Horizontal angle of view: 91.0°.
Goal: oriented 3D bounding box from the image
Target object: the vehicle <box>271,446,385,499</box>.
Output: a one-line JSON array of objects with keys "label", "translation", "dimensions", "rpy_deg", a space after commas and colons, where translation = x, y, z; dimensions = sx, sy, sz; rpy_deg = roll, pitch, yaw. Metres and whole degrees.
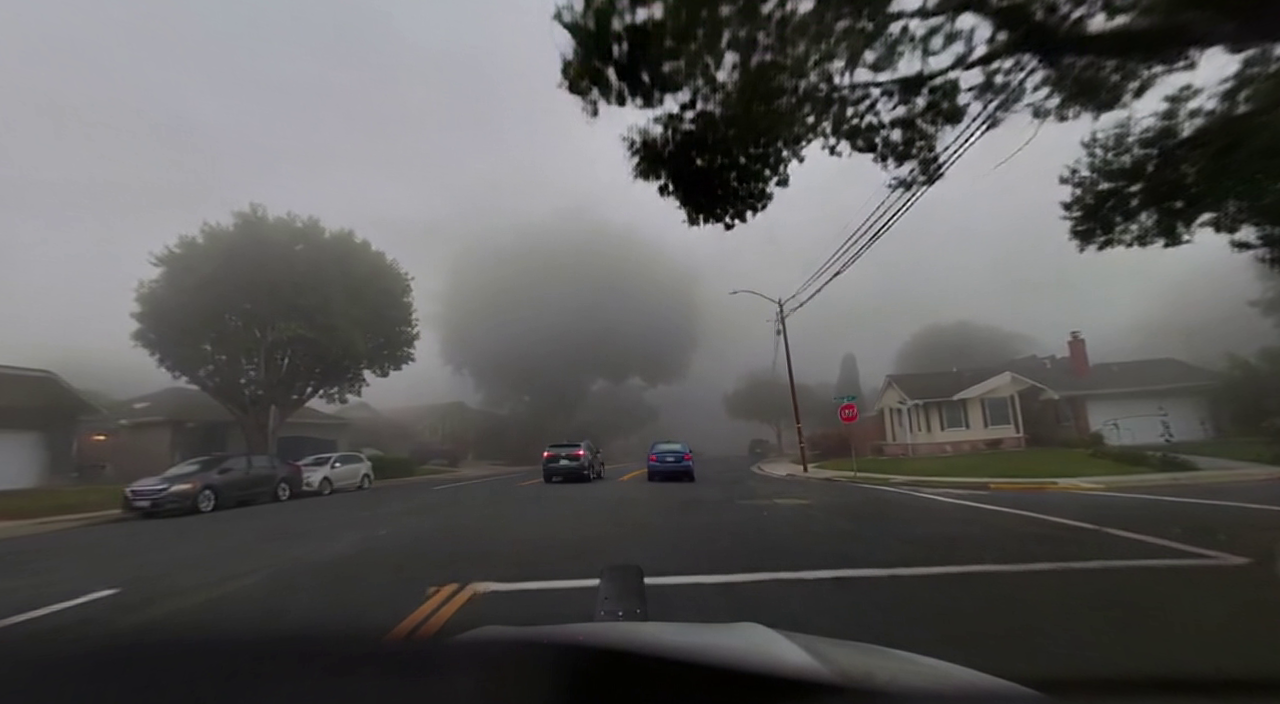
[{"label": "vehicle", "translation": [-12.636, 4.911, 25.900], "dimensions": [2.076, 1.864, 4.730], "rpy_deg": [-3, -10, 3]}]

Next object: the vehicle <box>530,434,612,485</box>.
[{"label": "vehicle", "translation": [-2.407, 3.934, 23.348], "dimensions": [2.178, 1.695, 4.339], "rpy_deg": [-1, -8, 5]}]

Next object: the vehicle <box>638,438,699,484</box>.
[{"label": "vehicle", "translation": [1.075, 3.812, 22.303], "dimensions": [1.955, 1.459, 4.383], "rpy_deg": [-1, -8, 4]}]

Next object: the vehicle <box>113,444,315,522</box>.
[{"label": "vehicle", "translation": [-13.266, 4.047, 20.289], "dimensions": [2.191, 1.980, 5.888], "rpy_deg": [-4, -9, 4]}]
